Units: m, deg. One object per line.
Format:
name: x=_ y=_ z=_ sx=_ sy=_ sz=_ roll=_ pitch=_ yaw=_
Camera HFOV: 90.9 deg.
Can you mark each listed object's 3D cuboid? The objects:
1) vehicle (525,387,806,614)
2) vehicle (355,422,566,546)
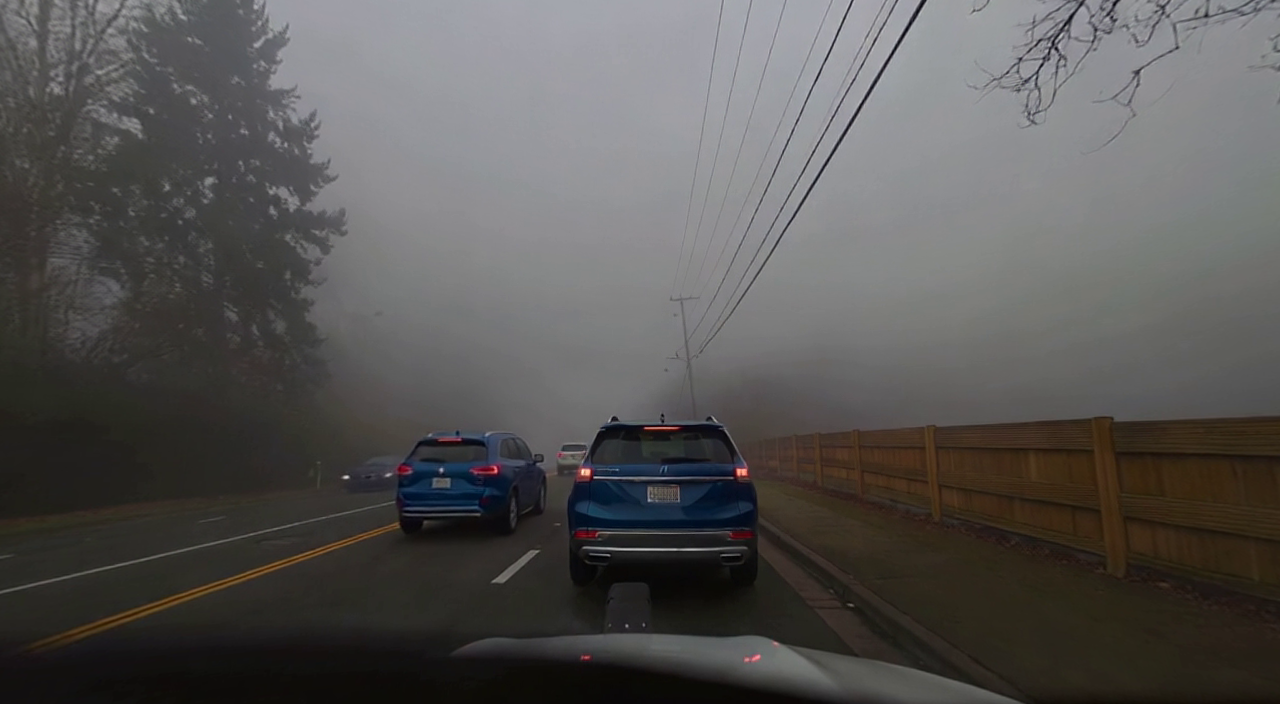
vehicle: x=0.195 y=1.461 z=7.028 sx=2.174 sy=1.749 sz=4.113 roll=0 pitch=-9 yaw=0
vehicle: x=-2.716 y=2.144 z=10.942 sx=2.176 sy=1.653 sz=4.666 roll=0 pitch=-9 yaw=2
